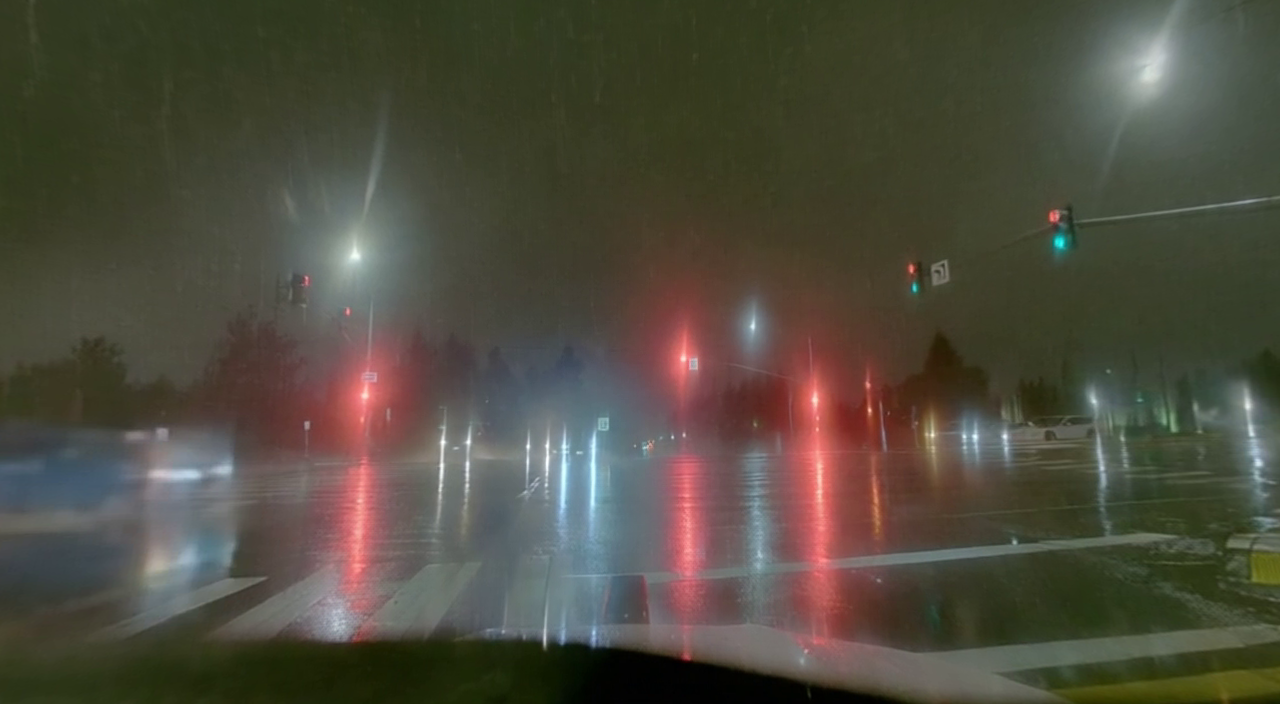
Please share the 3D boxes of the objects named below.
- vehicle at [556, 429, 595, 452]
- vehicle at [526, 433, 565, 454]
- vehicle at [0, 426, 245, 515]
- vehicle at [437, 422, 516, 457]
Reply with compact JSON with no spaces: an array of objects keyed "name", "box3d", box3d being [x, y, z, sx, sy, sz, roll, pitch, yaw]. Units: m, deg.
[{"name":"vehicle","box3d":[-4.398,6.174,43.773,1.919,1.467,4.086,-1,-9,5]},{"name":"vehicle","box3d":[-7.300,7.128,49.009,2.054,1.536,3.927,-1,-9,7]},{"name":"vehicle","box3d":[-11.483,2.443,13.271,4.854,1.684,1.945,1,-9,-10]},{"name":"vehicle","box3d":[-9.364,5.103,36.580,2.000,1.864,5.044,-3,-9,17]}]
